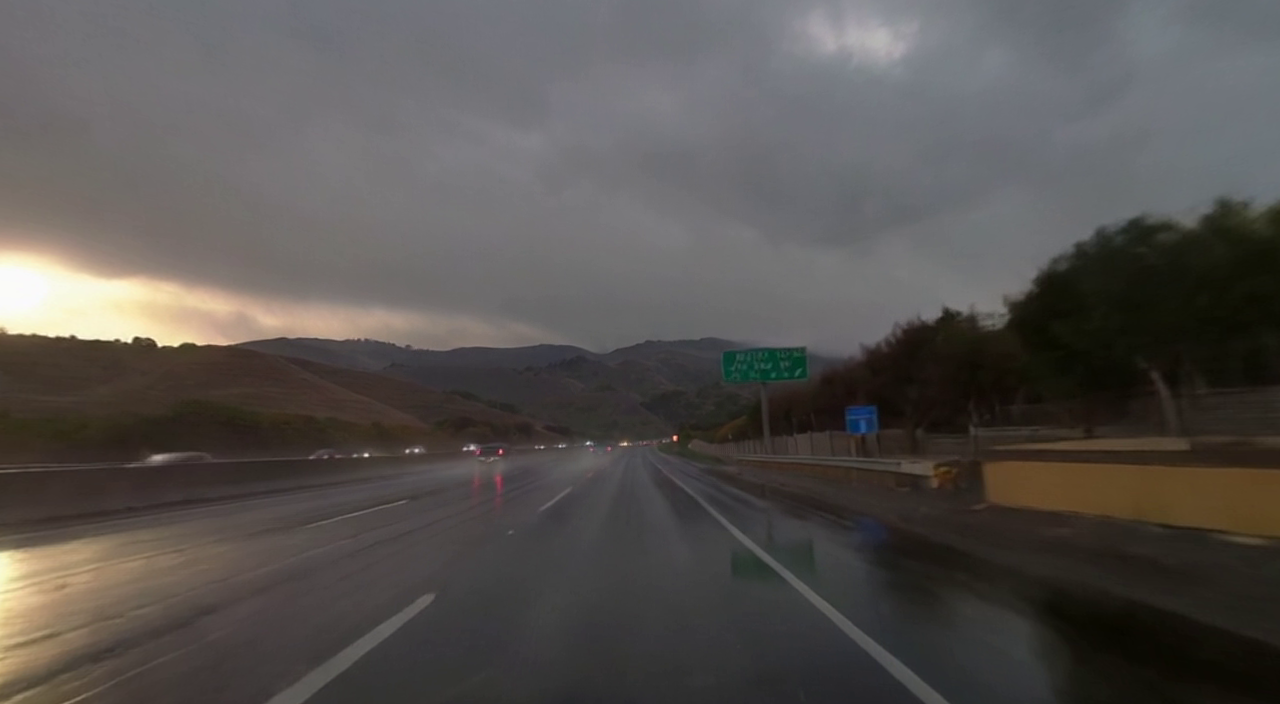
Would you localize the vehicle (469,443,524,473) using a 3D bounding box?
[{"bbox_3d":[-7.764,5.785,34.626,1.930,1.508,4.567,0,-9,0],"label":"vehicle"}]

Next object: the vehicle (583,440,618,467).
[{"bbox_3d":[-2.697,7.074,44.165,2.029,1.753,4.718,0,-9,1],"label":"vehicle"}]
